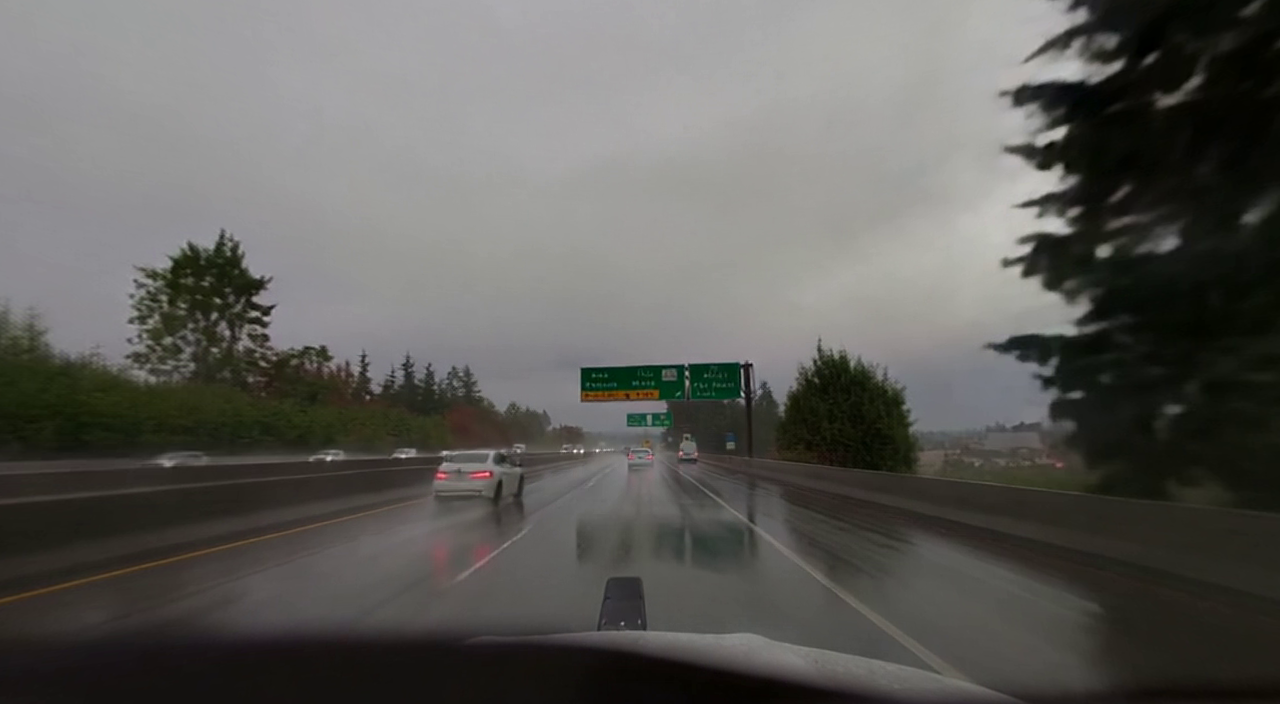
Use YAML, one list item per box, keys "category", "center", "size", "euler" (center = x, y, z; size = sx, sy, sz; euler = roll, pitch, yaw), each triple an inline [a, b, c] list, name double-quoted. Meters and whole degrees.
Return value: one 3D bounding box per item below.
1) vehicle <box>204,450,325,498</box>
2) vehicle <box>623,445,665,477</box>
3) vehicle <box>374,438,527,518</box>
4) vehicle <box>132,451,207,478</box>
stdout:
- category: "vehicle"
  center: [-12.685, 4.115, 21.587]
  size: [1.787, 1.447, 3.776]
  euler: [0, -9, 1]
- category: "vehicle"
  center: [0.168, 5.390, 31.331]
  size: [1.960, 1.456, 3.818]
  euler: [0, -9, 0]
- category: "vehicle"
  center: [-4.110, 2.835, 14.627]
  size: [2.081, 1.534, 4.543]
  euler: [0, -9, 1]
- category: "vehicle"
  center: [-27.452, 6.576, 36.900]
  size: [1.736, 1.475, 3.535]
  euler: [0, -9, -2]
